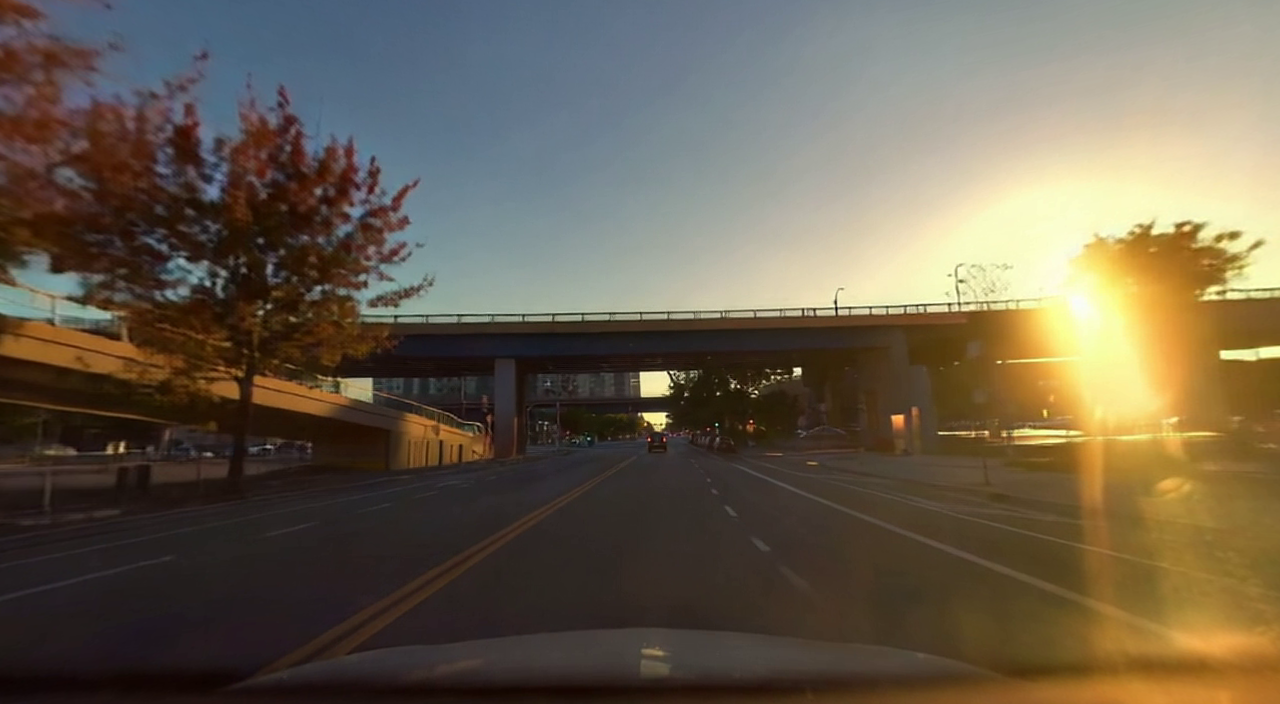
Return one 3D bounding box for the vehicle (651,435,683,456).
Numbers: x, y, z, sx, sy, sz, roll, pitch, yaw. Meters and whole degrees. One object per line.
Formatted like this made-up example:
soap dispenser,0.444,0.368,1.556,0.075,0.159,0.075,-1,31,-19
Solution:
vehicle,2.068,7.064,47.484,2.280,1.475,4.051,-1,-8,4
